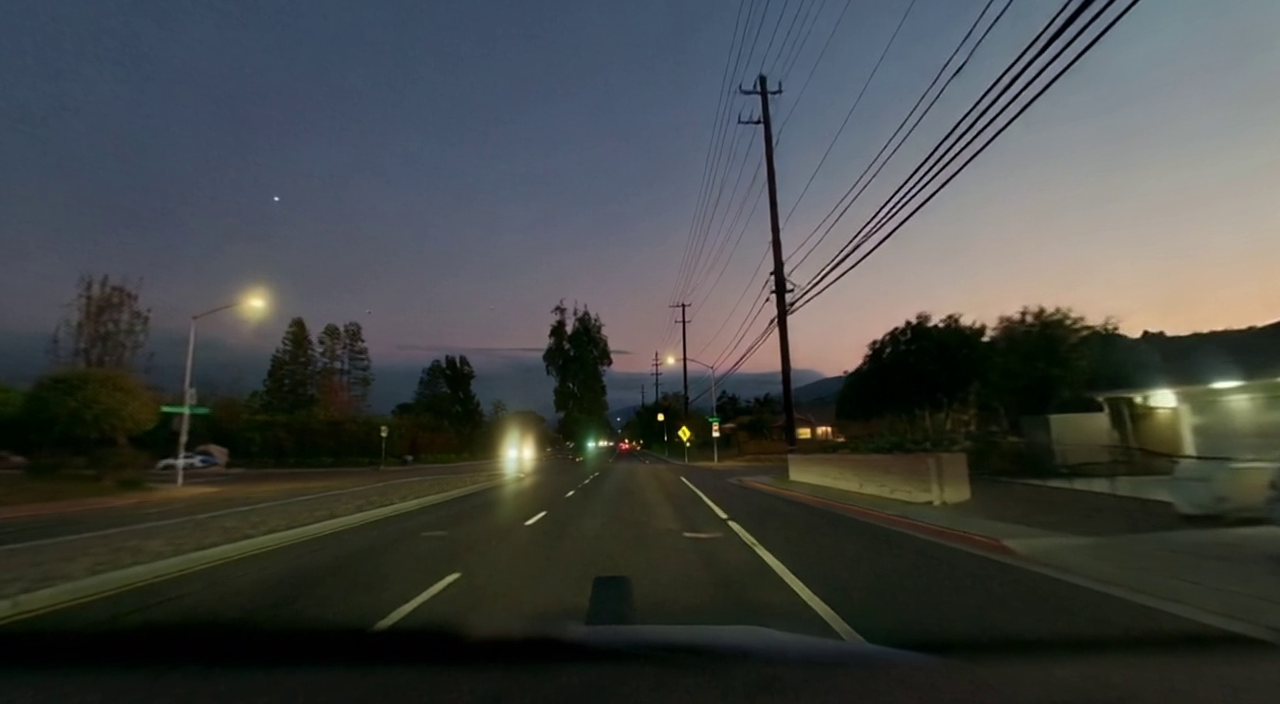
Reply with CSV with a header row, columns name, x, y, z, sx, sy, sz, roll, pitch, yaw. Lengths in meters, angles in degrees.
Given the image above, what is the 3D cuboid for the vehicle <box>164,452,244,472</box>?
name,x,y,z,sx,sy,sz,roll,pitch,yaw
vehicle,-31.155,7.841,45.260,4.267,1.381,1.786,1,-9,-5
